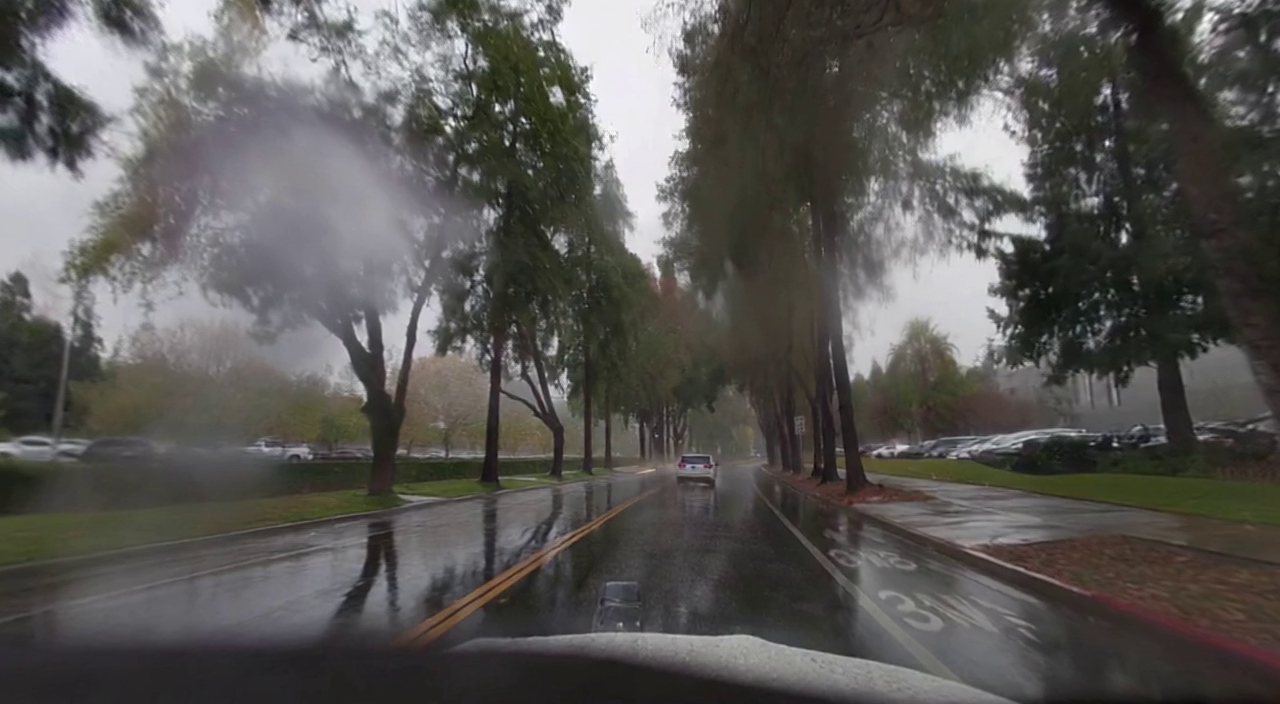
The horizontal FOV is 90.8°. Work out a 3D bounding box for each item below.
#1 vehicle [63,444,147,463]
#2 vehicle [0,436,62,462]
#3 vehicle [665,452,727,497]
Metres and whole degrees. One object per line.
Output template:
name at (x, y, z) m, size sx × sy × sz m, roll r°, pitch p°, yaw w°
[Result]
vehicle at (-42.185, 8.010, 49.965) m, size 1.767 × 1.427 × 4.868 m, roll -2°, pitch -9°, yaw 13°
vehicle at (-43.595, 6.746, 43.795) m, size 1.890 × 1.694 × 4.877 m, roll -2°, pitch -9°, yaw 13°
vehicle at (2.282, 4.707, 24.661) m, size 2.152 × 1.574 × 4.223 m, roll -2°, pitch -9°, yaw 8°
